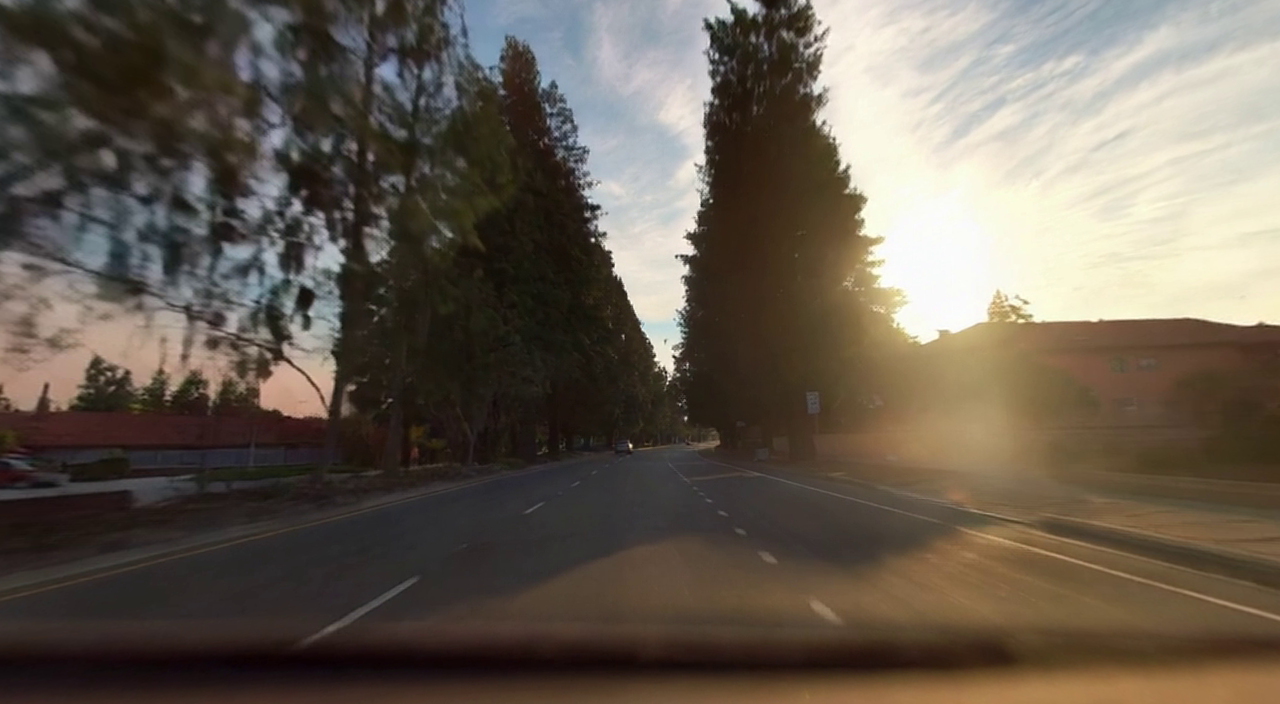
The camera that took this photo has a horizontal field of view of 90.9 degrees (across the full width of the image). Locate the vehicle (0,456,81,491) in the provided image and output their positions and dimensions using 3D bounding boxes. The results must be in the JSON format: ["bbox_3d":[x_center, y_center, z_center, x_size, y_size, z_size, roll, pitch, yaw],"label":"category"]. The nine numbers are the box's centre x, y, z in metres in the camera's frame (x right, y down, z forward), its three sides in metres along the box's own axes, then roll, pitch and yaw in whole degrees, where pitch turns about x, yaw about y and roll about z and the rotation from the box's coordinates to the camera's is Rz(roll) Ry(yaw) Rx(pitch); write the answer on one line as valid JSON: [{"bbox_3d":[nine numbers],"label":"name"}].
[{"bbox_3d":[-34.267,6.745,35.224,2.036,1.754,4.177,-1,-9,1],"label":"vehicle"}]
